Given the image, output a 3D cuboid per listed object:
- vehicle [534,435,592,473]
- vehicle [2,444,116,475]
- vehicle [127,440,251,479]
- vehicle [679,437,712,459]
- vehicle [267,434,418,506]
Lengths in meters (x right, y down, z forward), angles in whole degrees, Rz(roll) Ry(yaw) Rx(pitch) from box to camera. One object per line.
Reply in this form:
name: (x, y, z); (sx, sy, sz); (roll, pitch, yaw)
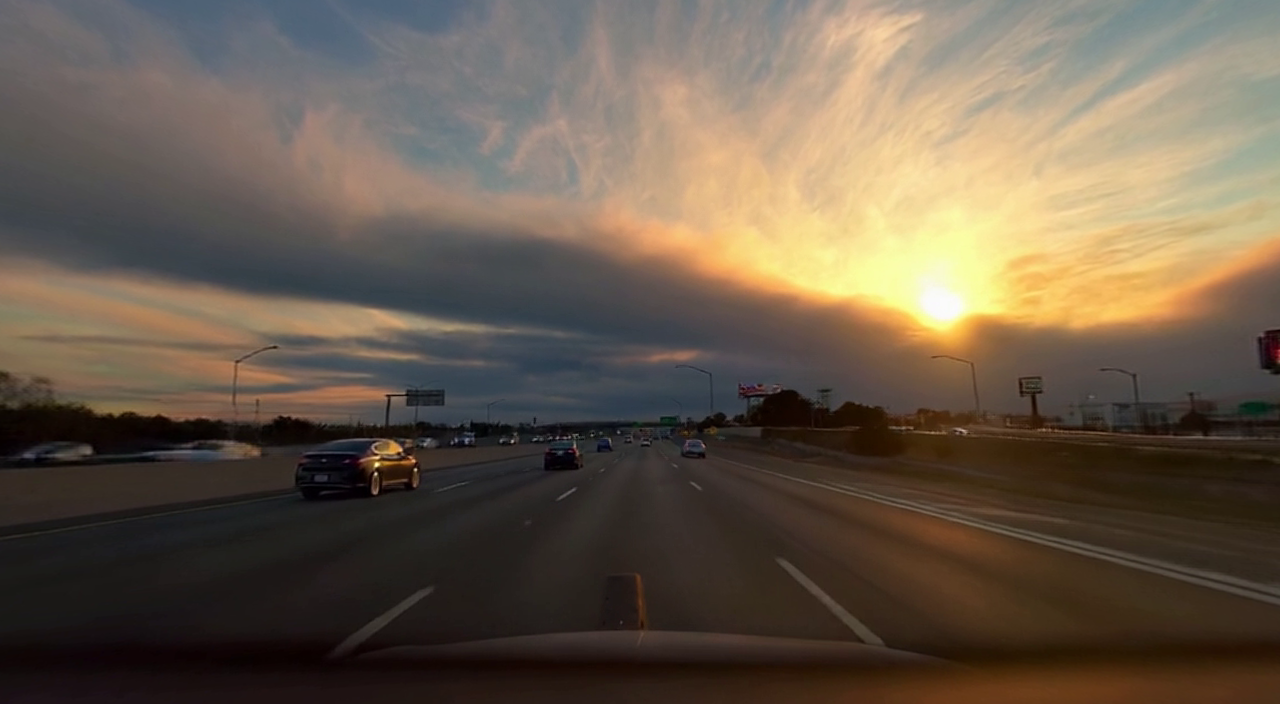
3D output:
vehicle: (-3.384, 4.580, 28.418); (2.001, 1.577, 4.055); (0, -9, 1)
vehicle: (-31.082, 5.738, 33.886); (1.876, 1.532, 4.388); (0, -9, 1)
vehicle: (-19.662, 4.684, 27.751); (1.906, 1.534, 4.695); (0, -9, 1)
vehicle: (4.198, 7.401, 48.446); (2.135, 1.532, 4.506); (0, -9, 0)
vehicle: (-7.098, 2.842, 15.478); (1.865, 1.518, 3.620); (0, -9, 1)
